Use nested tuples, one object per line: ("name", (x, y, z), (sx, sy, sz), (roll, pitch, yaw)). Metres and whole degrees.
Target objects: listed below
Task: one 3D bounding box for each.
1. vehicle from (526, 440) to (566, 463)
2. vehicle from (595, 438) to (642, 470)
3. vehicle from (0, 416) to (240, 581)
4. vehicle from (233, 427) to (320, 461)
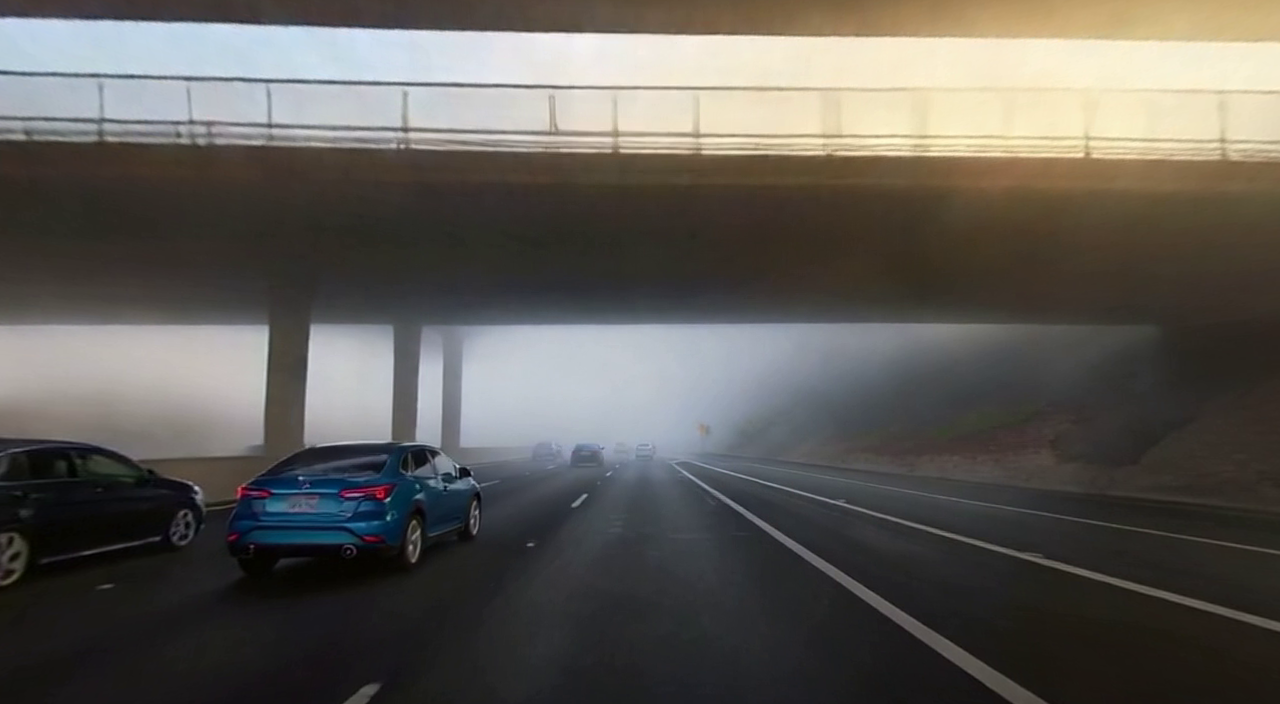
("vehicle", (-6.688, 7.166, 45.460), (2.069, 1.551, 4.830), (0, -8, 1))
("vehicle", (-1.094, 5.612, 34.763), (2.210, 1.628, 4.586), (-1, -8, 3))
("vehicle", (-7.210, 1.546, 6.984), (2.235, 1.554, 4.976), (0, -8, 1))
("vehicle", (-19.980, 5.117, 34.929), (2.109, 1.744, 4.556), (0, -8, -1))
